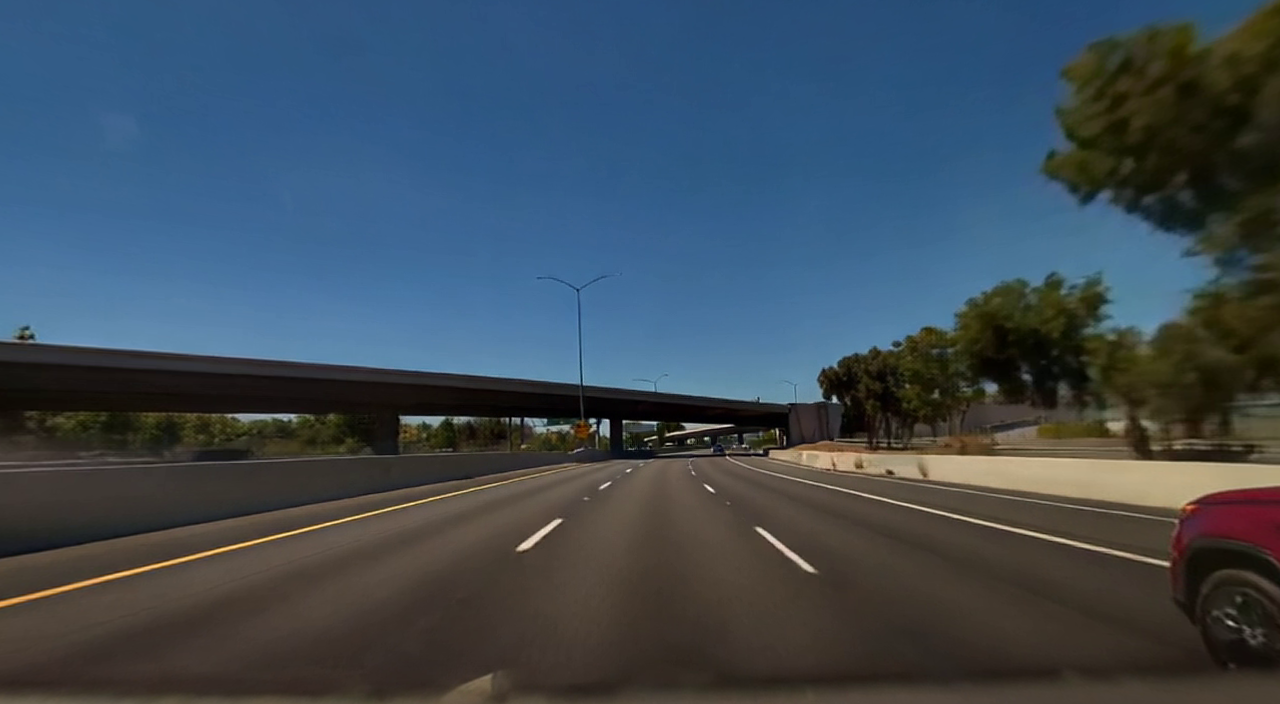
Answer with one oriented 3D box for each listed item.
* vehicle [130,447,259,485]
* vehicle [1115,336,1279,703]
[{"bbox_3d":[-22.462,5.737,32.126,2.068,1.718,5.389,-2,-9,9],"label":"vehicle"},{"bbox_3d":[3.895,0.593,1.474,2.019,1.732,4.579,0,-8,1],"label":"vehicle"}]
